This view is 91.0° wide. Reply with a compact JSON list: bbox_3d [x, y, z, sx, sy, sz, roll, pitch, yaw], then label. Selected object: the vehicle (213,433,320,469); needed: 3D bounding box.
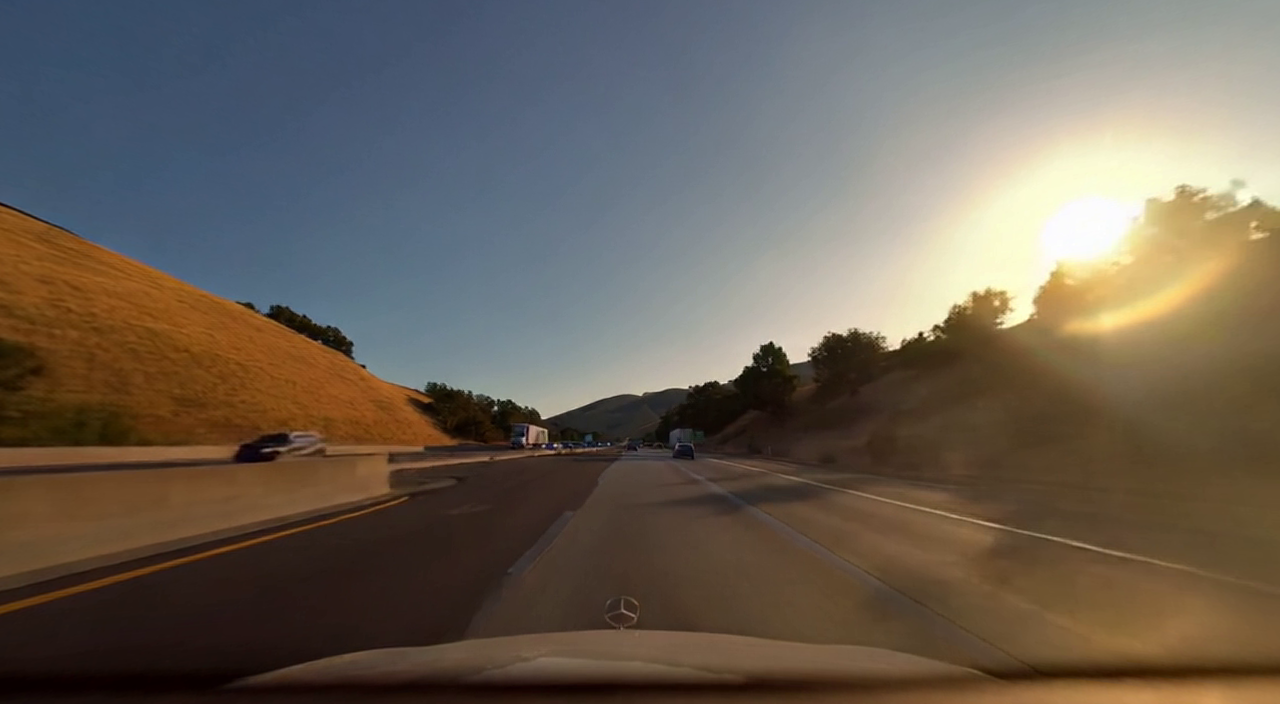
[{"bbox_3d":[-16.737,4.476,28.524,1.924,1.479,4.684,0,-8,0],"label":"vehicle"}]
